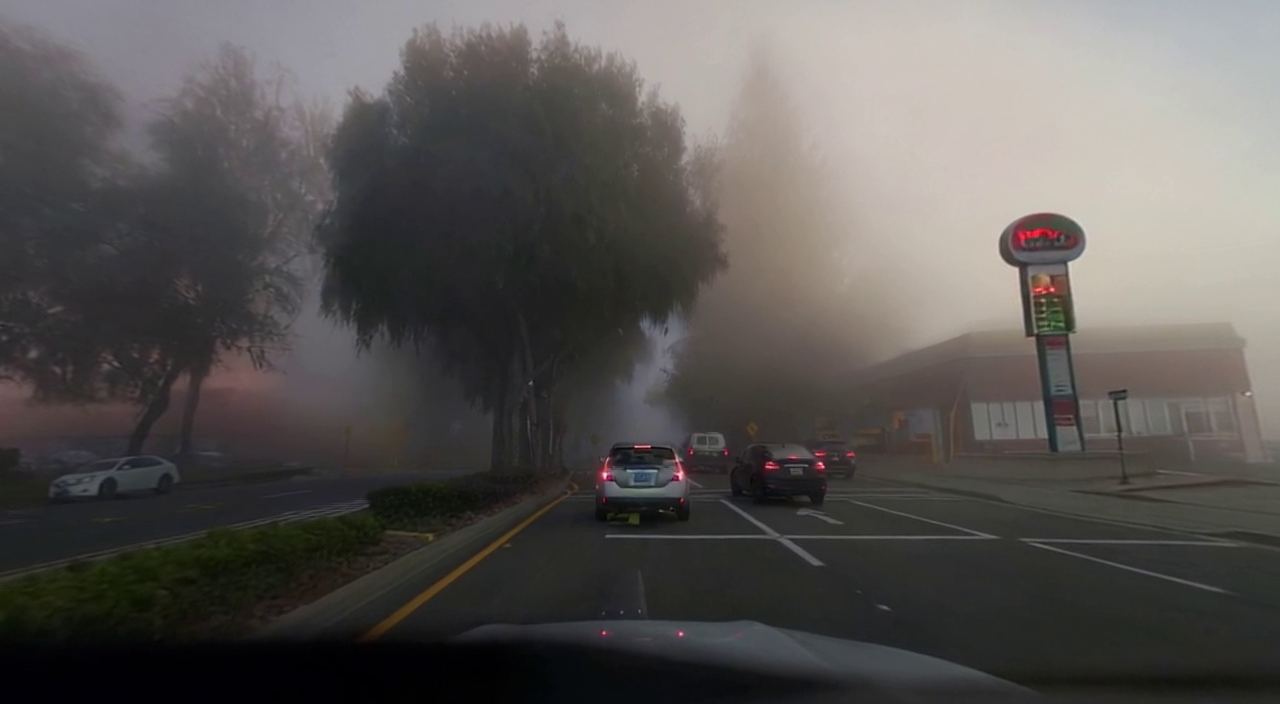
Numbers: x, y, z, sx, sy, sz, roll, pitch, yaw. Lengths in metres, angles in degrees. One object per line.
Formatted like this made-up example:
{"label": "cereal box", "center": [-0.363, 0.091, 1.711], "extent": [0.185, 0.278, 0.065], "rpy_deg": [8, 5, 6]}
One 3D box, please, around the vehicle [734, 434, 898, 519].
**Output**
{"label": "vehicle", "center": [3.435, 2.532, 13.459], "extent": [2.124, 1.476, 4.730], "rpy_deg": [0, -9, 0]}

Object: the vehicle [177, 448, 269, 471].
{"label": "vehicle", "center": [-28.023, 7.217, 42.581], "extent": [4.736, 1.491, 2.042], "rpy_deg": [0, -8, -2]}

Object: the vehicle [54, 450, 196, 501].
{"label": "vehicle", "center": [-19.114, 4.548, 23.721], "extent": [1.903, 1.706, 3.994], "rpy_deg": [0, -9, 0]}

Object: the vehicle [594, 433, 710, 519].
{"label": "vehicle", "center": [0.213, 2.469, 13.063], "extent": [2.052, 1.488, 3.779], "rpy_deg": [0, -9, 0]}

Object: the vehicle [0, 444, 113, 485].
{"label": "vehicle", "center": [-27.454, 5.151, 29.056], "extent": [4.494, 1.792, 2.037], "rpy_deg": [0, -8, 0]}
